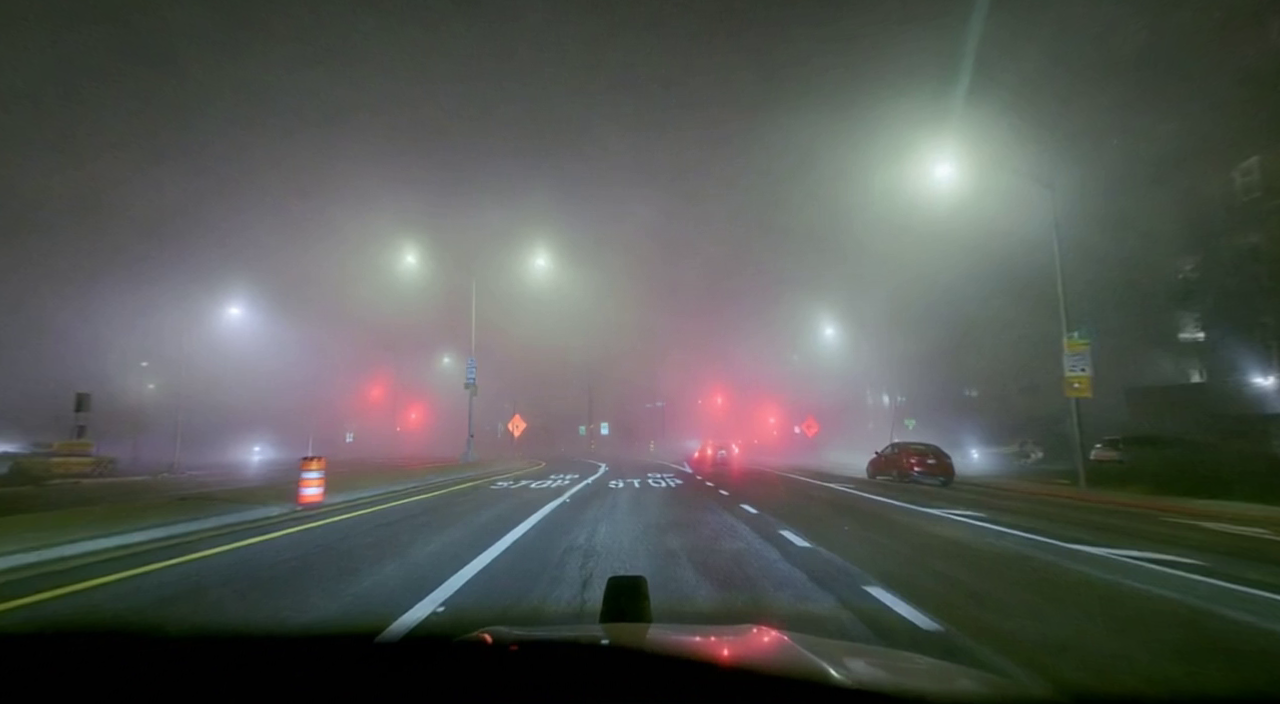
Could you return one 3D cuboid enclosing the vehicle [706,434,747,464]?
[{"bbox_3d":[5.480,6.234,40.444,2.150,1.779,4.423,0,-9,2],"label":"vehicle"}]

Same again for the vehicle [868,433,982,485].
[{"bbox_3d":[10.513,3.983,23.736,1.961,1.754,4.889,0,-9,0],"label":"vehicle"}]

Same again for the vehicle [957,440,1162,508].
[{"bbox_3d":[10.409,3.031,16.192,2.000,1.487,4.548,0,-8,-2],"label":"vehicle"}]

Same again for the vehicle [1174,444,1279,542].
[{"bbox_3d":[10.427,2.010,8.825,1.934,1.429,4.472,0,-8,-1],"label":"vehicle"}]
